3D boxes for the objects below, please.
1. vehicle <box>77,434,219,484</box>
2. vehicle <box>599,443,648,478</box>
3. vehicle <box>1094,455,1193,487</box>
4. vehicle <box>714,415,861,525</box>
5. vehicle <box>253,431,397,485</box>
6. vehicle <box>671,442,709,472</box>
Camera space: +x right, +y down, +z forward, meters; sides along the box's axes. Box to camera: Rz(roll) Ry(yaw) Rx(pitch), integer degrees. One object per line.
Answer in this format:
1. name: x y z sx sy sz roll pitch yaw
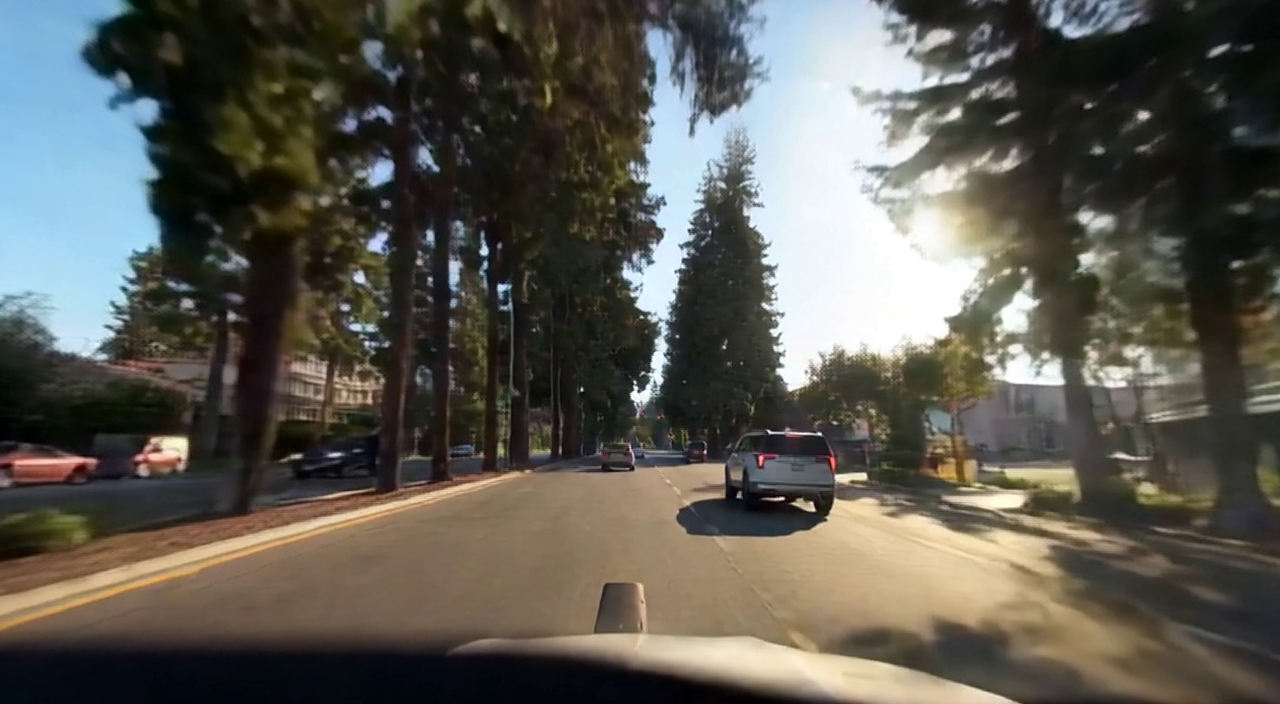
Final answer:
1. vehicle: -19.323 4.204 25.124 1.958 1.756 4.530 -1 -9 0
2. vehicle: -0.707 4.966 29.124 2.119 1.460 3.847 -1 -9 0
3. vehicle: 29.058 6.858 36.682 1.912 1.598 4.602 -1 -8 0
4. vehicle: 2.917 2.449 13.588 2.035 1.940 4.299 1 -9 -1
5. vehicle: -11.585 3.973 23.909 2.496 1.750 5.670 -1 -9 1
6. vehicle: 3.019 6.501 39.300 1.922 1.708 4.126 0 -9 -1
